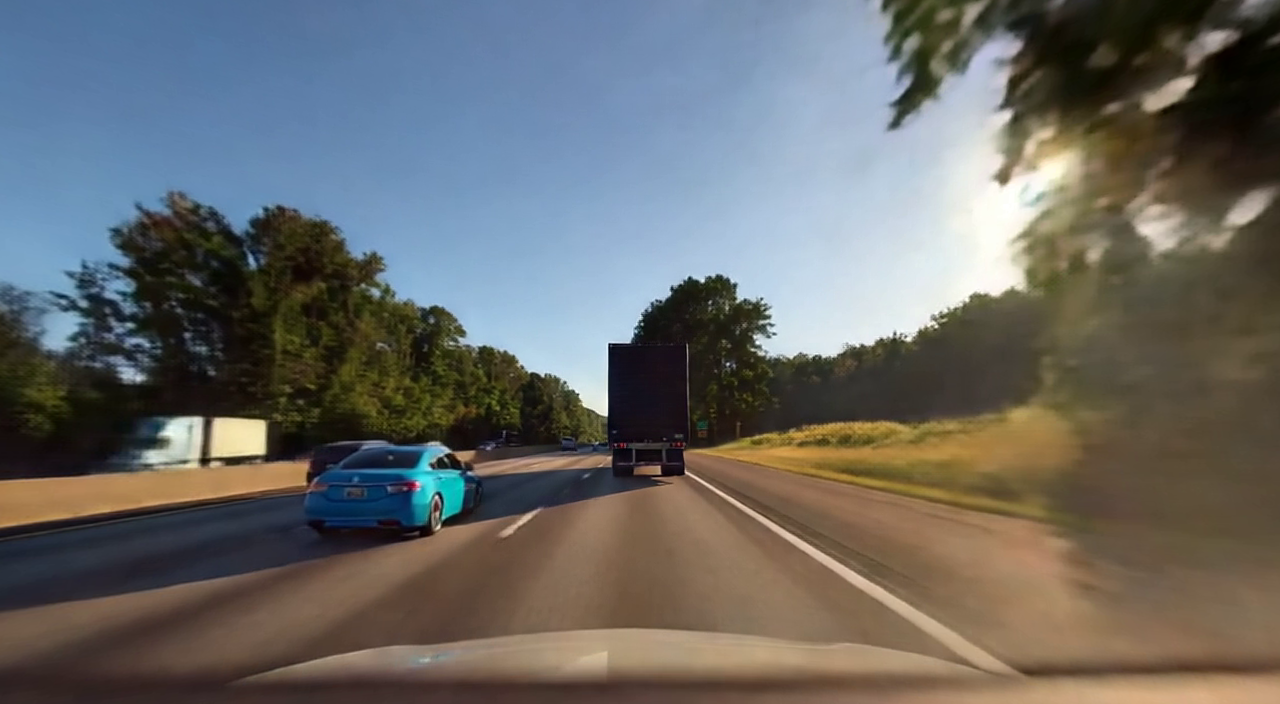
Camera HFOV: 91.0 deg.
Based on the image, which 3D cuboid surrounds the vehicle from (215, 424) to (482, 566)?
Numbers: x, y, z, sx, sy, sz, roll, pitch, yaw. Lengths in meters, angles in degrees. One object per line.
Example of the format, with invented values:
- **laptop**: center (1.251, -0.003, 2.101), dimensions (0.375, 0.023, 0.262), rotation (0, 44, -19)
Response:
- **vehicle**: center (-3.746, 1.881, 9.104), dimensions (1.854, 1.530, 4.268), rotation (0, -8, -1)

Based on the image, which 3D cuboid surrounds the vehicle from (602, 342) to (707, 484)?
- **vehicle**: center (0.350, 2.550, 23.985), dimensions (3.073, 4.196, 10.546), rotation (0, -8, -1)

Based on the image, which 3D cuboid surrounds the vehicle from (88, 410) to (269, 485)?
- **vehicle**: center (-24.105, 5.064, 33.746), dimensions (3.264, 3.462, 8.454), rotation (0, -8, 0)
